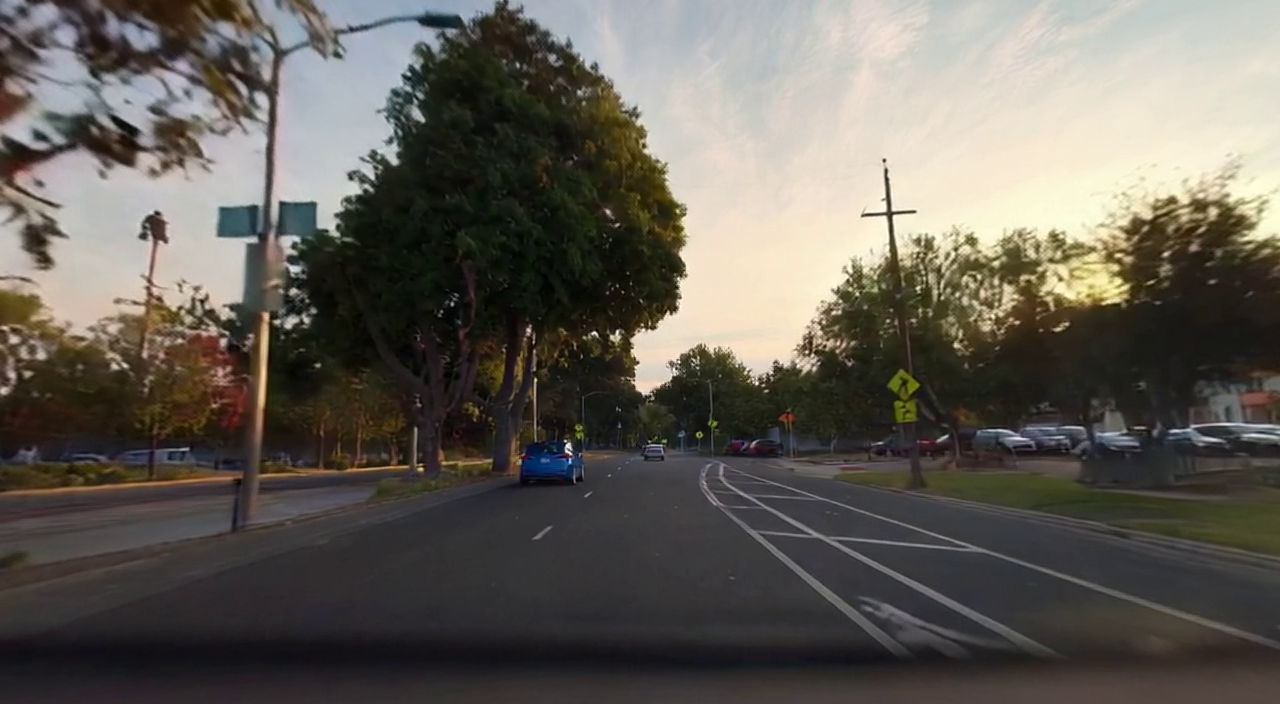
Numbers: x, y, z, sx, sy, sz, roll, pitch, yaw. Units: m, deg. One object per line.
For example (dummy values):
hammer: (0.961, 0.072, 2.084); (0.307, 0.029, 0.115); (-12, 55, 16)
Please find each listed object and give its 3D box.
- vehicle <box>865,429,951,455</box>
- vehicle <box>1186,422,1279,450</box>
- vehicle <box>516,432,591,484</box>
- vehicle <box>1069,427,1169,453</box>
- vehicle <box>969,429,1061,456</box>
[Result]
vehicle: (20.515, 6.926, 48.349); (5.571, 1.931, 2.145); (0, -8, 0)
vehicle: (36.416, 5.151, 38.763); (4.045, 1.426, 1.701); (-2, -4, 1)
vehicle: (-3.253, 4.090, 24.628); (2.150, 1.812, 4.423); (0, -8, 2)
vehicle: (29.040, 5.392, 38.324); (4.479, 1.470, 1.823); (-1, -9, 2)
vehicle: (22.768, 5.517, 38.389); (4.325, 1.534, 1.876); (0, -8, 0)
